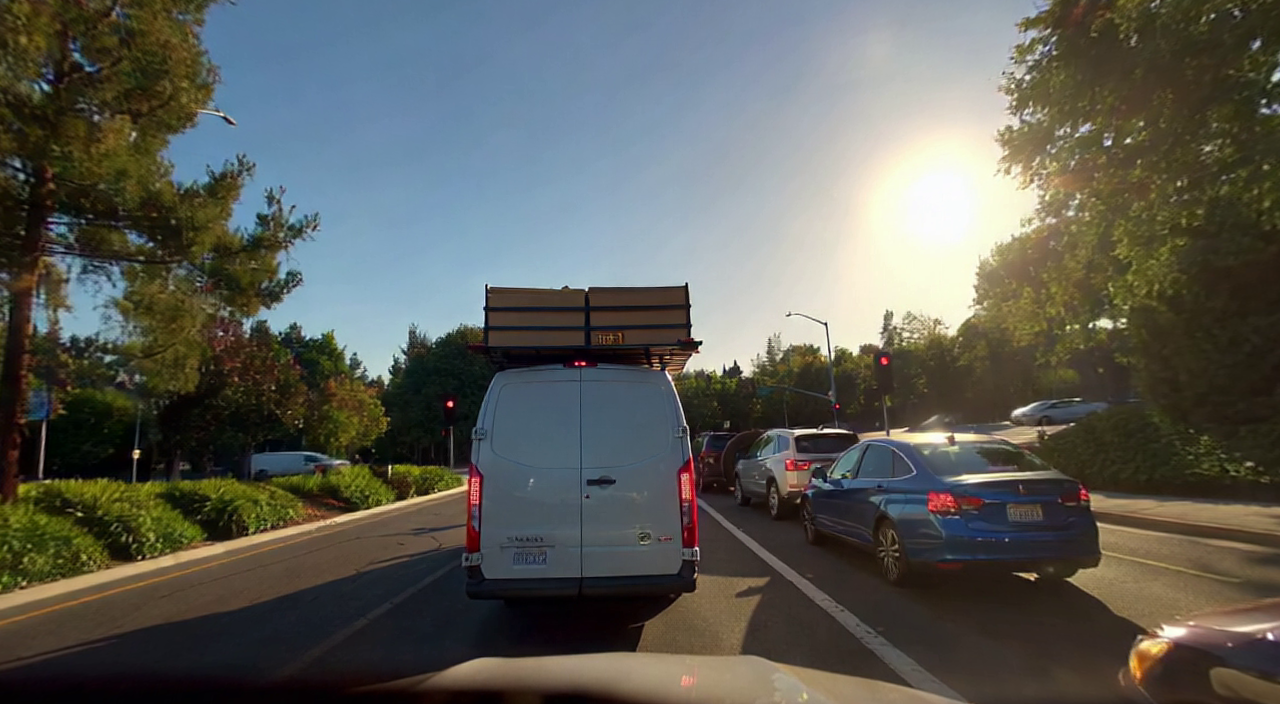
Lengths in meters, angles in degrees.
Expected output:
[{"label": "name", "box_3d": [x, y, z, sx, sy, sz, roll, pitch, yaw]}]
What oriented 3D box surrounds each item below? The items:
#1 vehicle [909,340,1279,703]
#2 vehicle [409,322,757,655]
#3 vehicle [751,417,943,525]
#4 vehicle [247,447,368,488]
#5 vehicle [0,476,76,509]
[{"label": "vehicle", "box_3d": [3.443, 0.937, 3.409, 1.965, 1.671, 4.146, 0, -9, -3]}, {"label": "vehicle", "box_3d": [-0.366, 1.158, 6.185, 2.145, 2.089, 4.309, 0, -9, 0]}, {"label": "vehicle", "box_3d": [3.698, 2.219, 12.271, 2.024, 1.692, 4.252, 1, -9, -4]}, {"label": "vehicle", "box_3d": [-16.980, 5.871, 32.514, 5.241, 1.894, 2.257, 4, -10, -26]}, {"label": "vehicle", "box_3d": [-28.421, 6.300, 28.453, 4.135, 1.321, 1.687, 1, -9, -7]}]
